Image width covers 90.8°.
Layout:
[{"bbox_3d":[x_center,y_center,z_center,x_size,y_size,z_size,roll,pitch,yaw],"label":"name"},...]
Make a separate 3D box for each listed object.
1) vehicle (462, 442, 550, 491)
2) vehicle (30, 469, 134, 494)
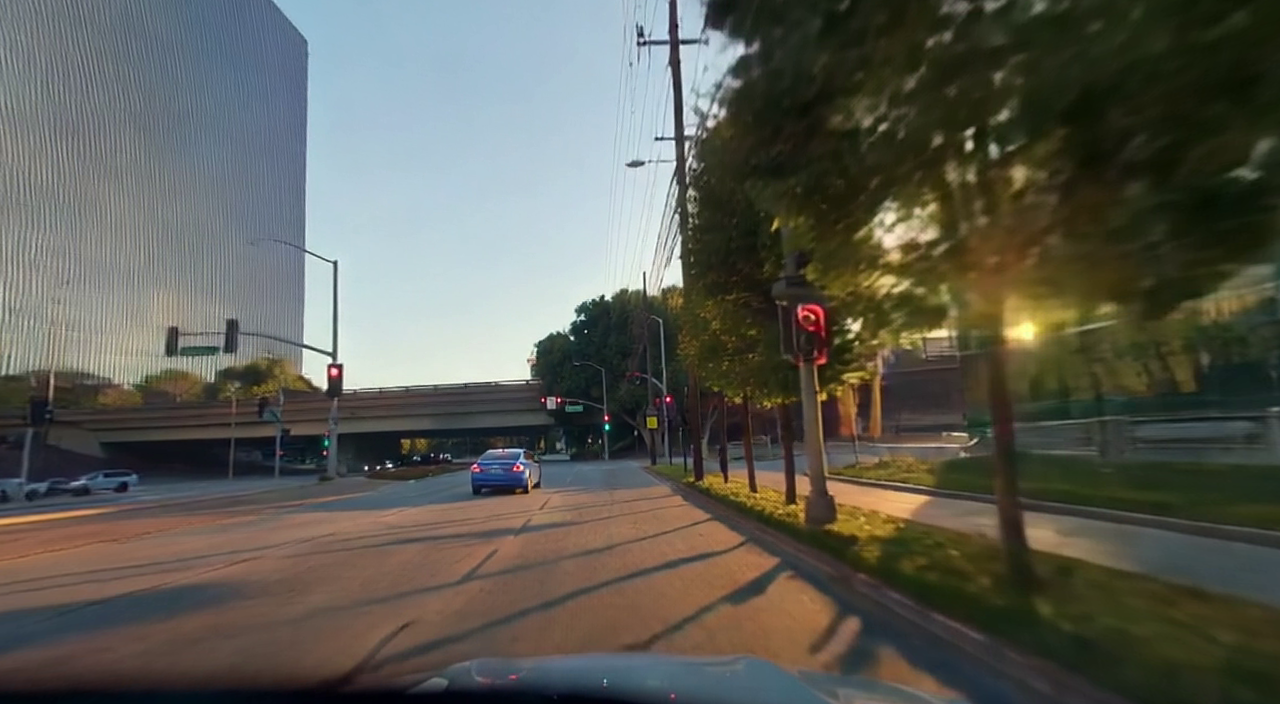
[{"bbox_3d":[-4.457,3.867,21.761,2.154,1.465,4.532,-1,-8,-2],"label":"vehicle"},{"bbox_3d":[-37.102,8.623,42.156,4.708,1.466,2.085,1,-9,-9],"label":"vehicle"}]
